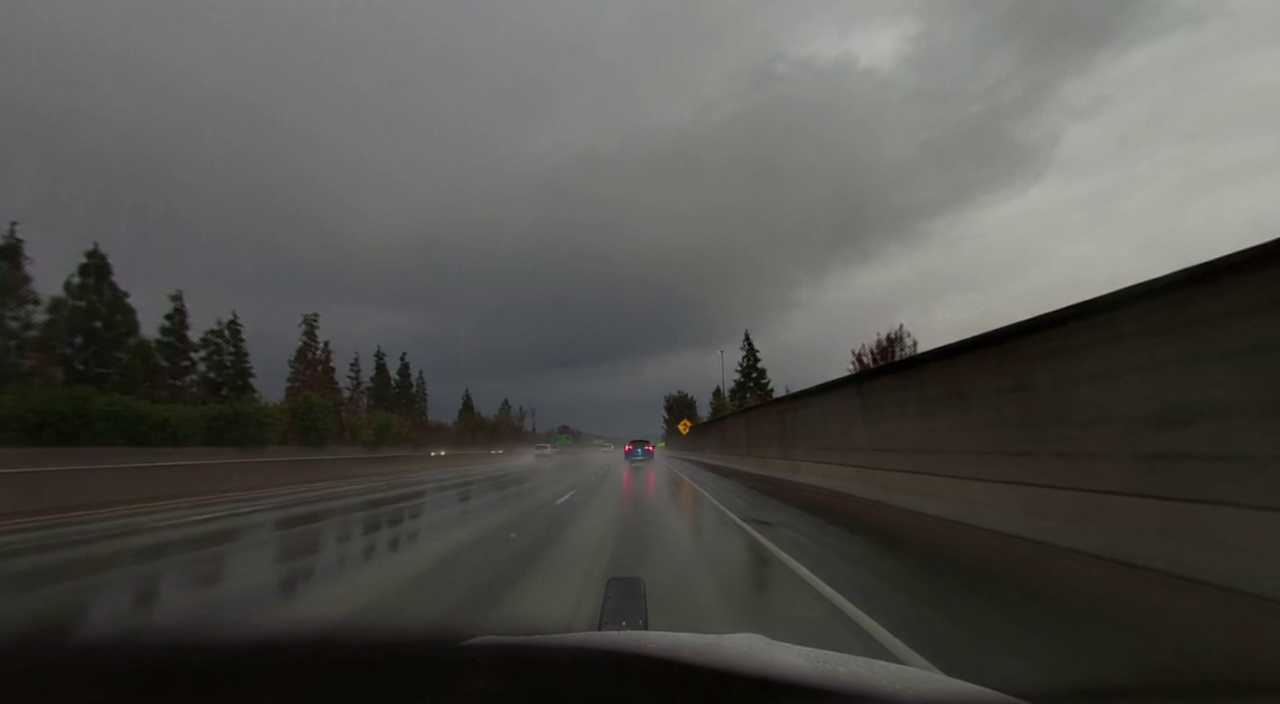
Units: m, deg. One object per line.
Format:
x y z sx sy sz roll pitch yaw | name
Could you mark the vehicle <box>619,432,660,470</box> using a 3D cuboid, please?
-0.014 5.931 37.916 2.318 2.145 4.561 0 -8 0 | vehicle
